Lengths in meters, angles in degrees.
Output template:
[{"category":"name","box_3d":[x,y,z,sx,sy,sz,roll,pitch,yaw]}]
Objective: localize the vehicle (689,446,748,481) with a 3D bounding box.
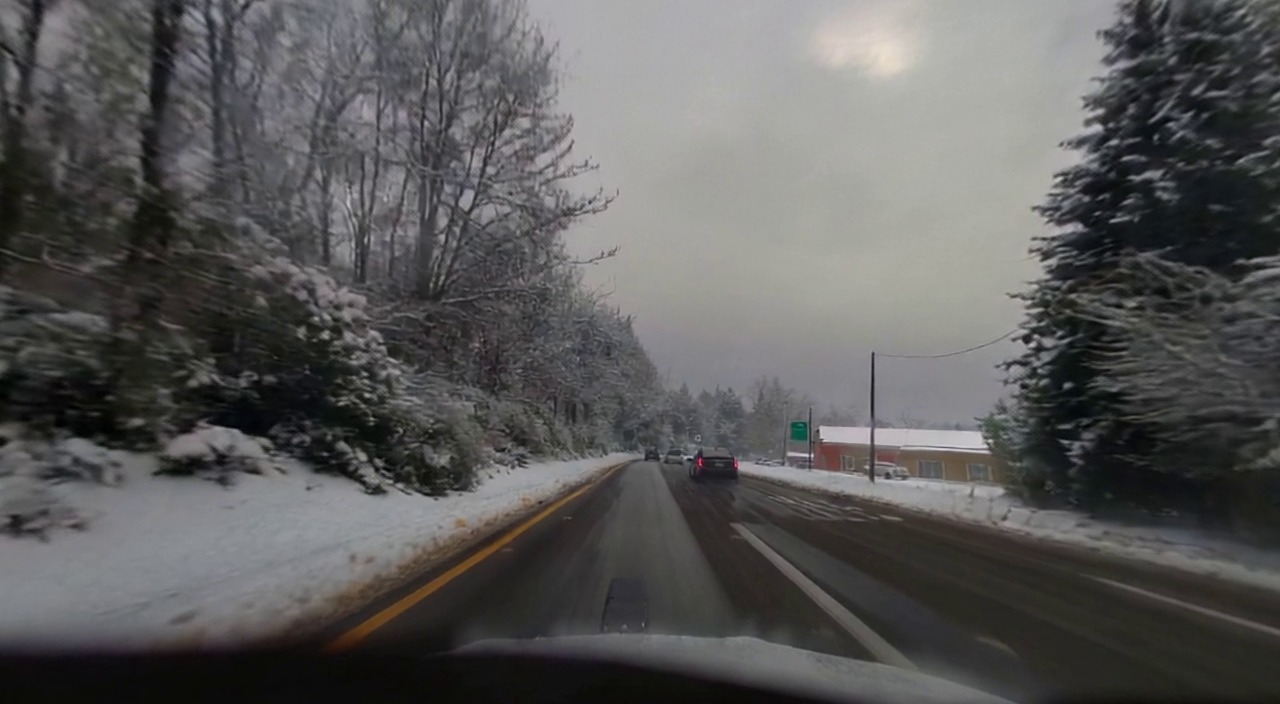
[{"category":"vehicle","box_3d":[3.497,5.069,28.979,1.956,1.473,4.640,1,-9,-2]}]
